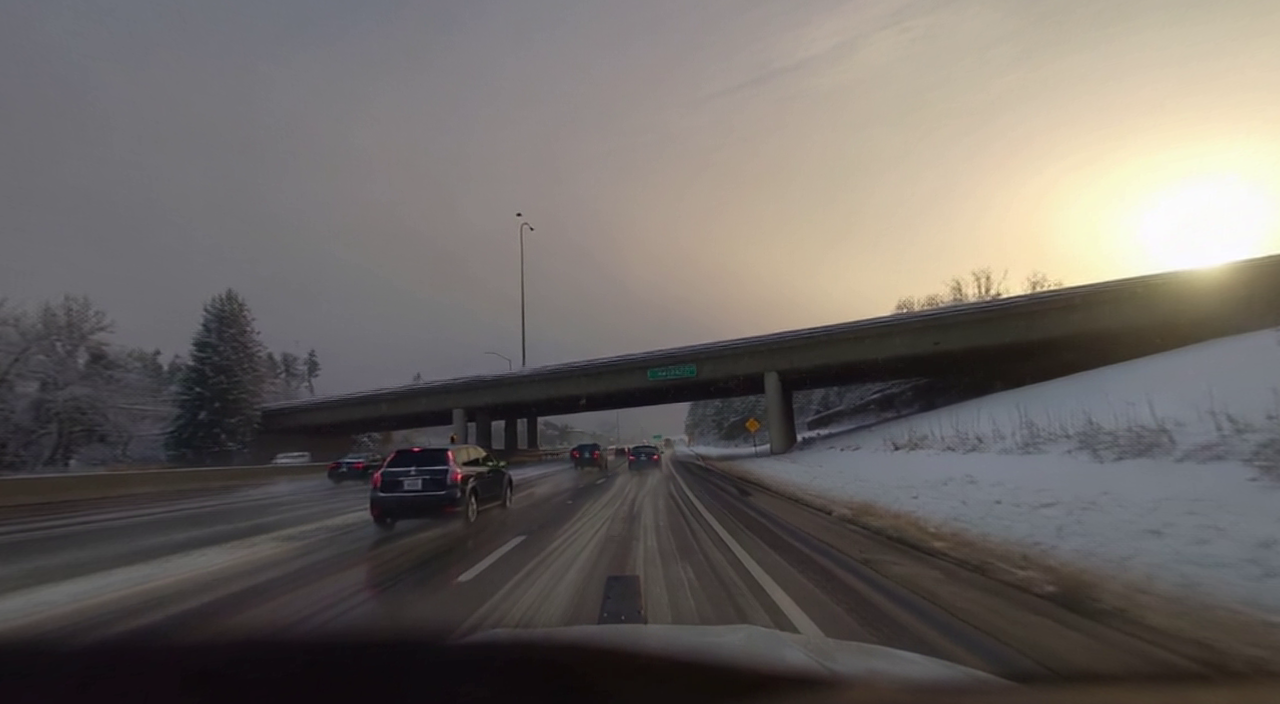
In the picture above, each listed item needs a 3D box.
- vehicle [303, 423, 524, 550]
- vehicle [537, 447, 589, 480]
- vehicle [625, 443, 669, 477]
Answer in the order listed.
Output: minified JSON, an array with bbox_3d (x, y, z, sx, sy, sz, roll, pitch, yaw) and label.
[{"bbox_3d":[-3.612,2.221,11.128,2.161,1.759,4.482,0,-8,1],"label":"vehicle"},{"bbox_3d":[-3.794,5.574,31.759,1.997,1.490,4.471,0,-8,1],"label":"vehicle"},{"bbox_3d":[0.327,5.614,32.969,2.160,1.678,4.178,0,-8,0],"label":"vehicle"}]
